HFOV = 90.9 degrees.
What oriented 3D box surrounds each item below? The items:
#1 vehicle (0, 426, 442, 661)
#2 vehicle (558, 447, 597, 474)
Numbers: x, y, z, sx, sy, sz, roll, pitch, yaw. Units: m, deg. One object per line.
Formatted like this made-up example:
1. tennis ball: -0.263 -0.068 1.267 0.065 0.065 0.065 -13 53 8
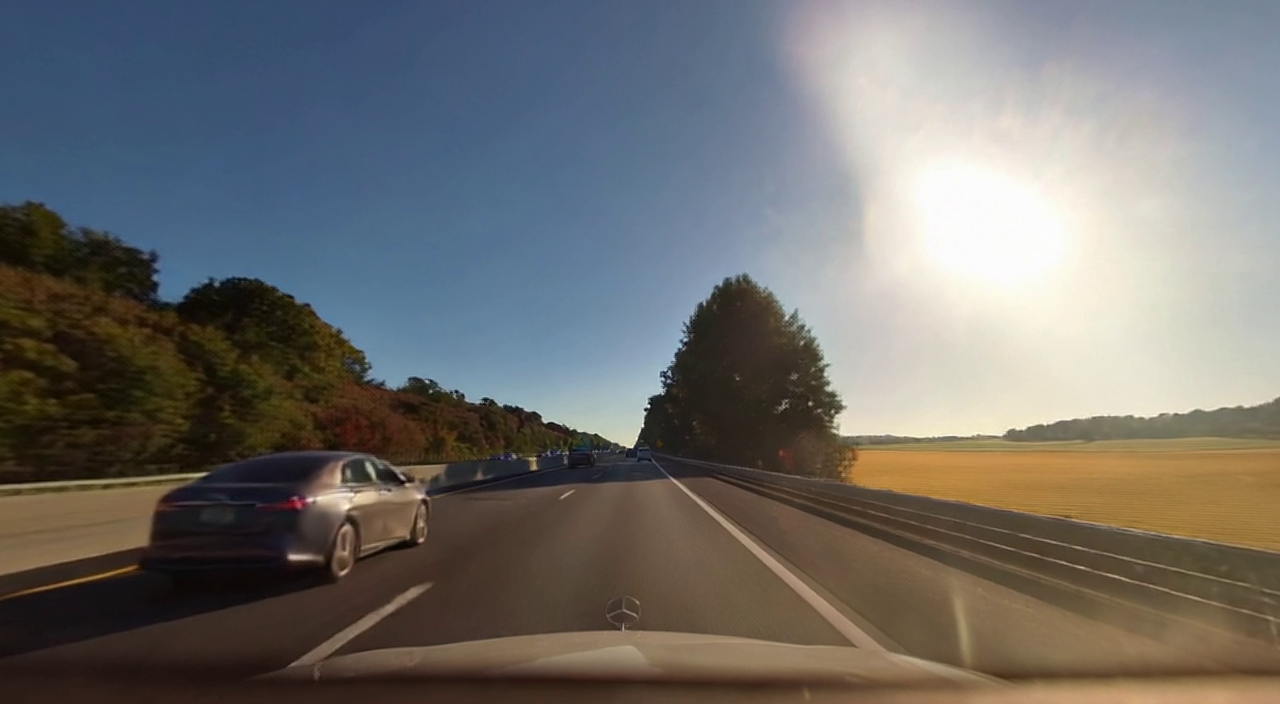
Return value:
1. vehicle: -3.598 1.556 6.155 1.970 1.483 4.097 0 -9 0
2. vehicle: -4.051 7.117 41.638 2.095 1.664 4.305 0 -9 0
